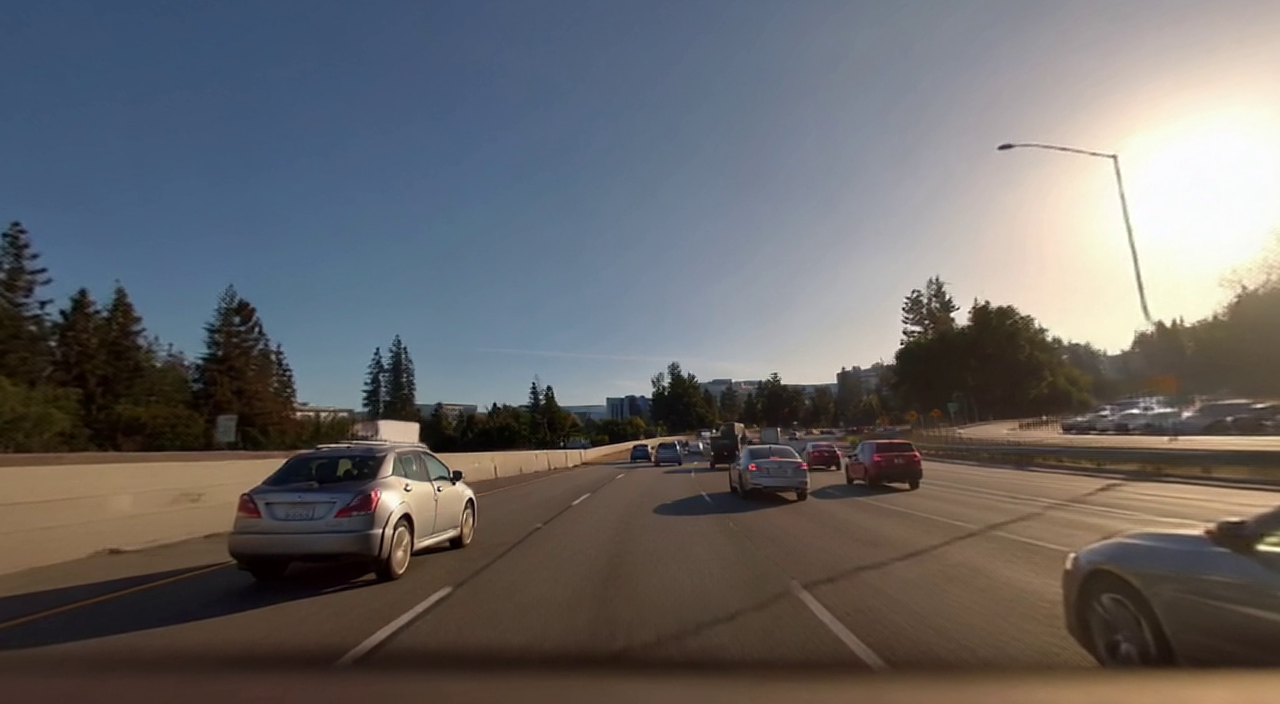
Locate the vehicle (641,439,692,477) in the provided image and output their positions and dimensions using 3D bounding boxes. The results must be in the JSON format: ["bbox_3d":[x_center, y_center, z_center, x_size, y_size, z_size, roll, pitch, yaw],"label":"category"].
[{"bbox_3d":[1.224,4.862,29.012,2.201,1.614,3.803,0,-9,3],"label":"vehicle"}]

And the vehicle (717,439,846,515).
[{"bbox_3d":[3.100,2.852,14.852,2.009,1.489,4.559,0,-9,0],"label":"vehicle"}]

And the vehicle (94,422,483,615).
[{"bbox_3d":[-3.454,1.714,7.461,1.937,1.558,4.469,0,-9,1],"label":"vehicle"}]

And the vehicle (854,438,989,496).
[{"bbox_3d":[8.236,3.407,18.996,2.014,1.506,4.626,0,-9,2],"label":"vehicle"}]

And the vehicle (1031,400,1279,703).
[{"bbox_3d":[3.334,0.778,1.331,2.014,1.489,4.696,0,-9,0],"label":"vehicle"}]
